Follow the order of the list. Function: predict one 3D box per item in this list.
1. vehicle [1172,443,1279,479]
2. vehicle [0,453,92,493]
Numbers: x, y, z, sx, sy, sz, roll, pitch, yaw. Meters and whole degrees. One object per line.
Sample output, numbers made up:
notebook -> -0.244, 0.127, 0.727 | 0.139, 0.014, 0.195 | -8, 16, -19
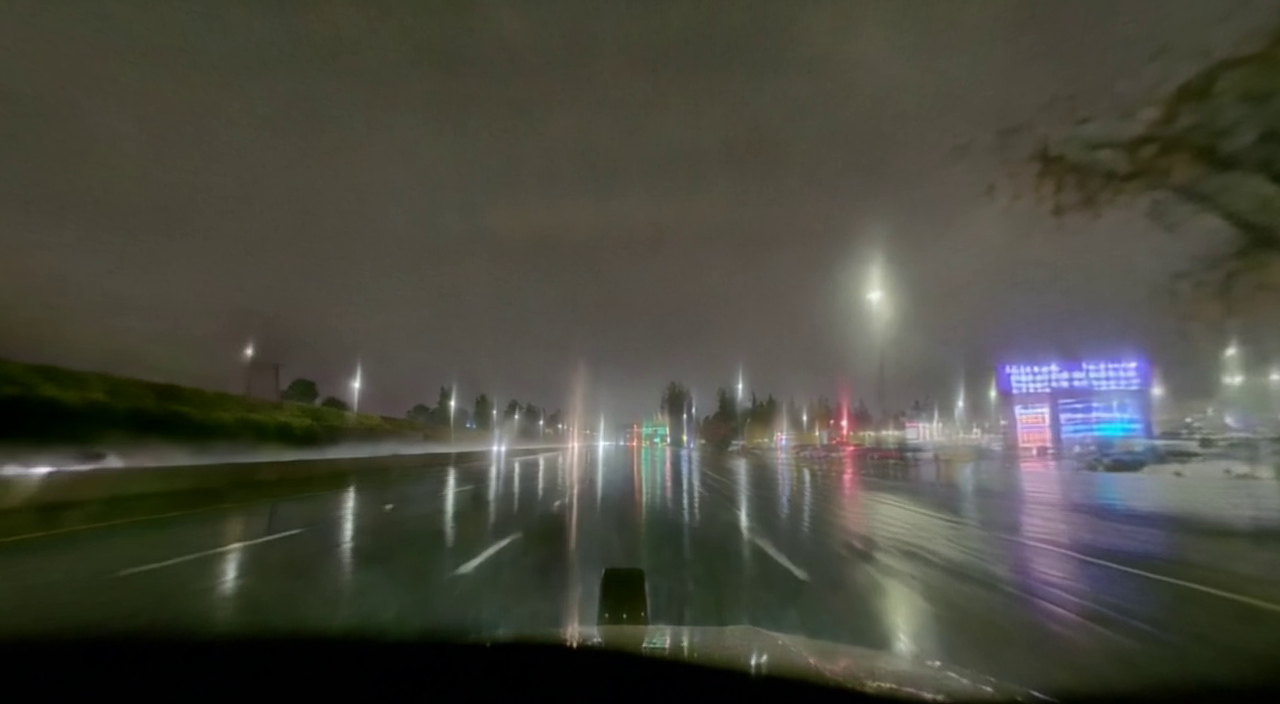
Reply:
vehicle -> 35.942, 6.561, 38.130 | 5.313, 1.880, 2.243 | -3, -8, 0
vehicle -> -24.977, 4.824, 25.440 | 1.832, 1.443, 4.289 | 0, -8, 1
